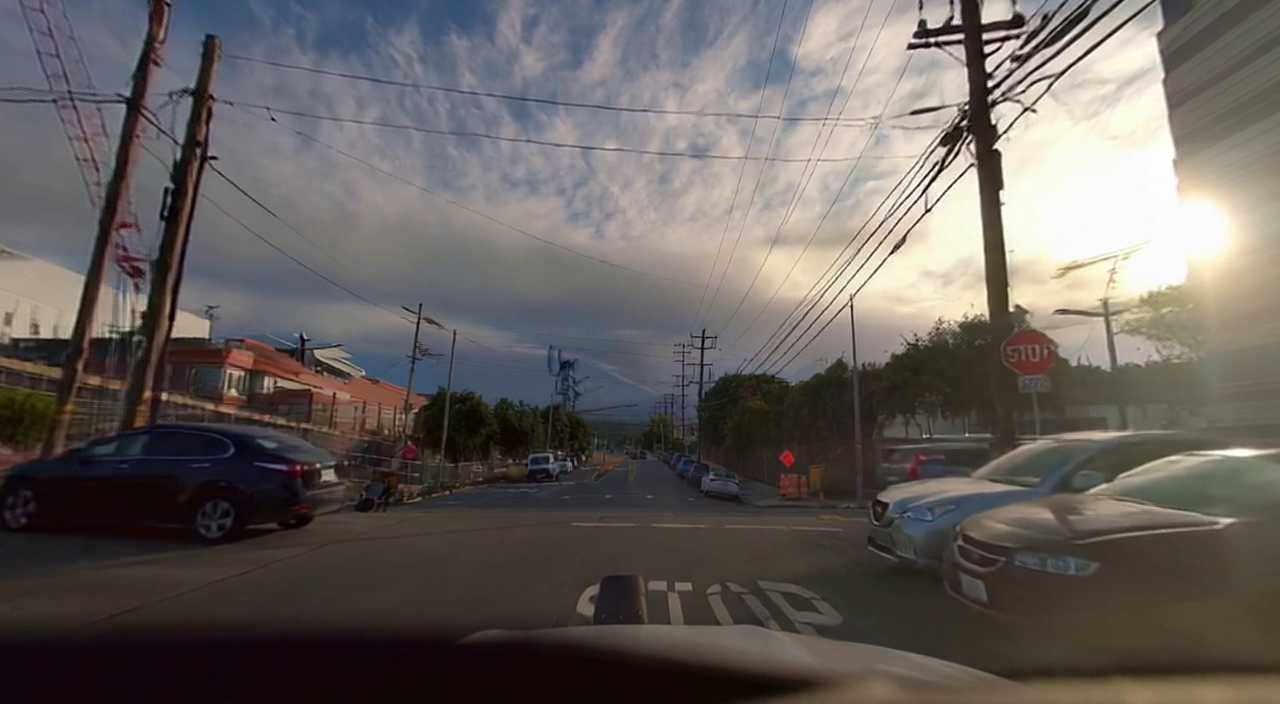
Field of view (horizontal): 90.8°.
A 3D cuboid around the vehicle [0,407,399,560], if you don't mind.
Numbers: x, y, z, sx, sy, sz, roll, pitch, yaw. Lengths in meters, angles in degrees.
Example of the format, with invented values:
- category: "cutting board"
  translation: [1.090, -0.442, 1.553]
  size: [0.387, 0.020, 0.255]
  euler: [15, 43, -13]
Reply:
- category: "vehicle"
  translation: [-6.457, 1.803, 9.108]
  size: [5.025, 1.648, 2.055]
  euler: [4, -8, -1]

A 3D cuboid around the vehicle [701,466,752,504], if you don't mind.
- category: "vehicle"
  translation: [4.695, 7.277, 34.879]
  size: [2.007, 1.804, 4.136]
  euler: [0, -8, -2]

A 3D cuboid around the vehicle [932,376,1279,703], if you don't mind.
- category: "vehicle"
  translation: [4.524, 1.216, 3.926]
  size: [4.554, 1.473, 1.876]
  euler: [5, -11, -3]
